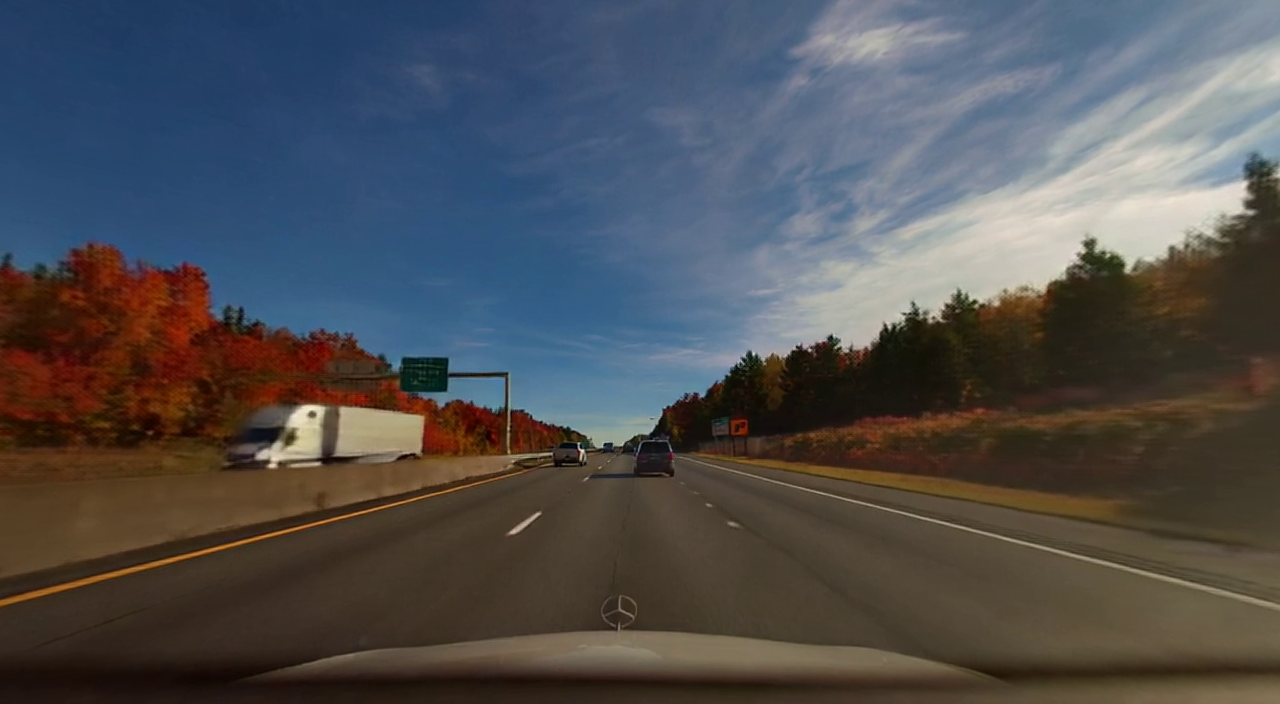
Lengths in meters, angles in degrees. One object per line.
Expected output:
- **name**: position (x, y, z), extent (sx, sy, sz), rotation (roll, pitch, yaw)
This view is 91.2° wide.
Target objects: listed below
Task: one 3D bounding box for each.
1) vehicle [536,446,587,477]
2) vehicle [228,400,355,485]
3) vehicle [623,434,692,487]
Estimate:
- **vehicle**: position (-3.838, 5.435, 31.202), extent (2.037, 1.418, 3.793), rotation (0, -9, 0)
- **vehicle**: position (-17.650, 4.701, 32.402), extent (2.868, 3.942, 6.422), rotation (0, -9, -2)
- **vehicle**: position (0.554, 3.895, 22.725), extent (2.250, 1.718, 4.358), rotation (0, -9, -1)
